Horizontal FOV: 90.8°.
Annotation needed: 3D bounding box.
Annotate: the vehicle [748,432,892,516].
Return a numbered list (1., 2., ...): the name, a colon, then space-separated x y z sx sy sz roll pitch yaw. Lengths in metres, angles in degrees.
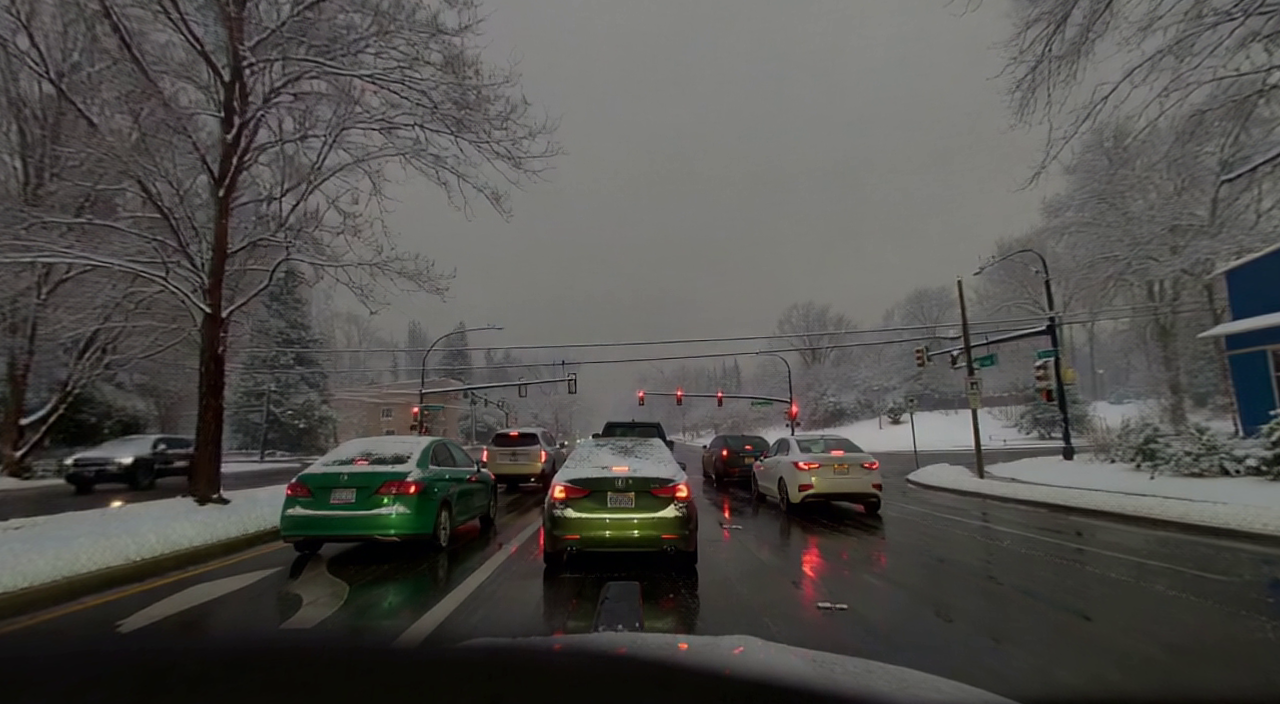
1. vehicle: 3.552 2.467 13.279 1.880 1.476 3.932 0 -8 1

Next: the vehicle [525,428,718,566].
1. vehicle: -0.207 1.833 8.711 2.041 1.450 3.847 0 -8 0

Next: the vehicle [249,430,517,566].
1. vehicle: -3.195 1.886 8.952 1.917 1.441 4.128 -1 -8 2

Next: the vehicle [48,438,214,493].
1. vehicle: -17.081 3.797 21.619 2.094 1.654 4.786 1 -8 -7
